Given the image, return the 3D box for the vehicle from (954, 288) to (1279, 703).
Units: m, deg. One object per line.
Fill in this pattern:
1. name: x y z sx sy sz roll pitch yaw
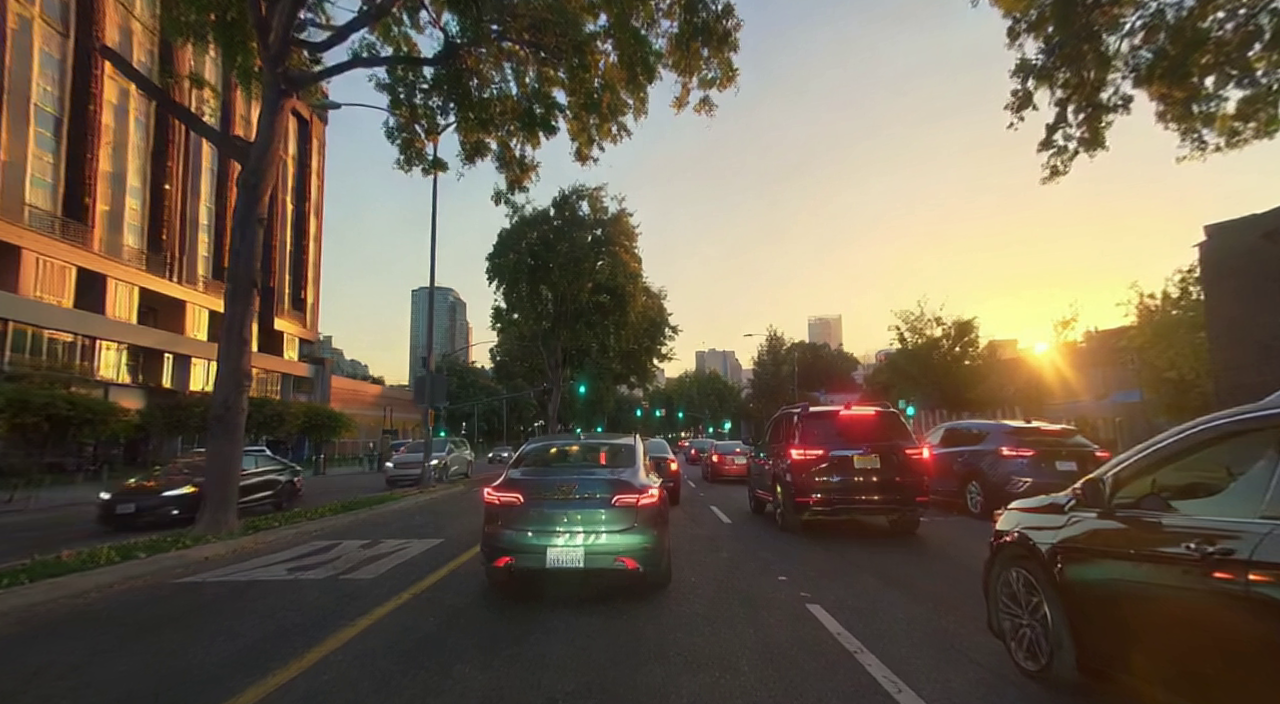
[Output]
1. vehicle: 3.175 0.766 2.085 1.982 1.960 4.427 0 -9 1

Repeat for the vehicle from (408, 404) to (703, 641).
1. vehicle: -0.557 1.520 6.592 2.111 1.676 4.018 0 -9 2

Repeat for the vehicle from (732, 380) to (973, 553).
1. vehicle: 3.482 2.073 11.999 2.516 2.481 5.766 0 -9 -1

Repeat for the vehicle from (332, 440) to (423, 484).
1. vehicle: -12.647 5.309 30.676 2.314 1.962 4.891 0 -9 0

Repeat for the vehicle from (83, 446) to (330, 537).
1. vehicle: -9.349 2.979 14.194 2.179 1.689 4.558 0 -9 2
